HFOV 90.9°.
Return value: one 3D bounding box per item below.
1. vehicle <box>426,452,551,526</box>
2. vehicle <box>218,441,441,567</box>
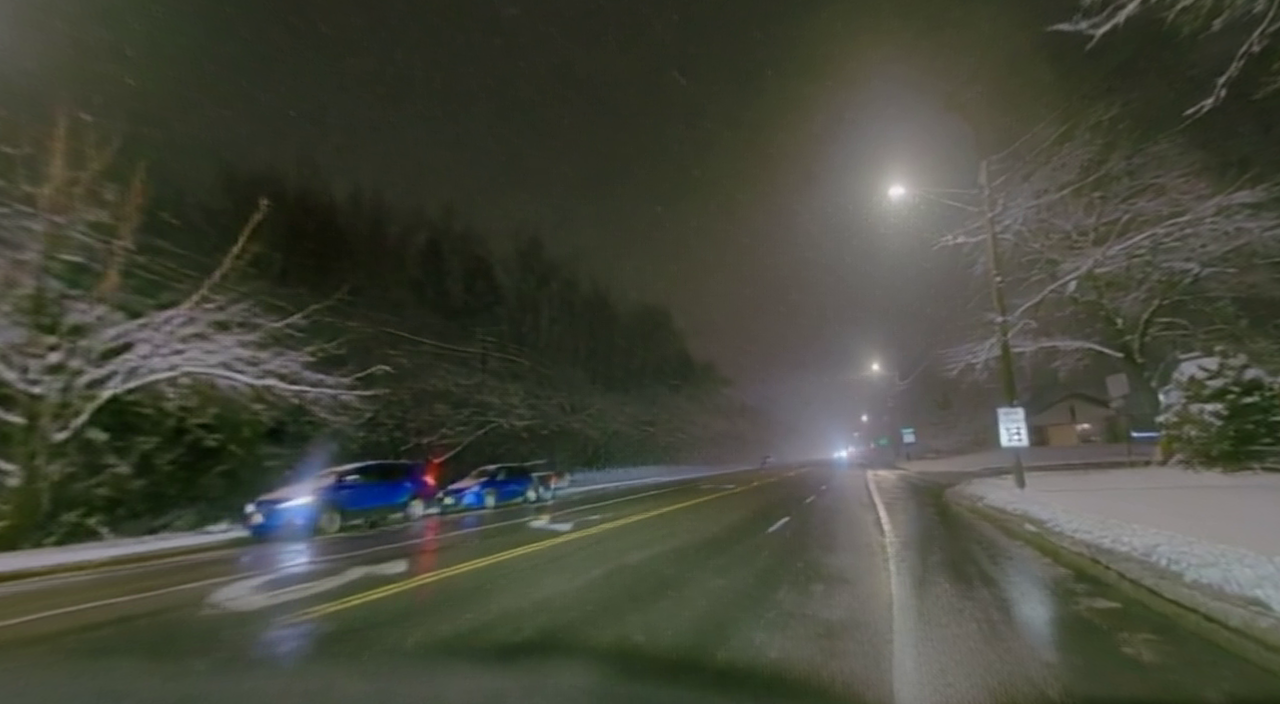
[{"bbox_3d":[-5.271,4.811,22.627,2.087,1.700,4.467,-7,-3,20],"label":"vehicle"},{"bbox_3d":[-7.649,3.705,16.304,2.159,1.959,5.179,-7,-2,14],"label":"vehicle"}]
